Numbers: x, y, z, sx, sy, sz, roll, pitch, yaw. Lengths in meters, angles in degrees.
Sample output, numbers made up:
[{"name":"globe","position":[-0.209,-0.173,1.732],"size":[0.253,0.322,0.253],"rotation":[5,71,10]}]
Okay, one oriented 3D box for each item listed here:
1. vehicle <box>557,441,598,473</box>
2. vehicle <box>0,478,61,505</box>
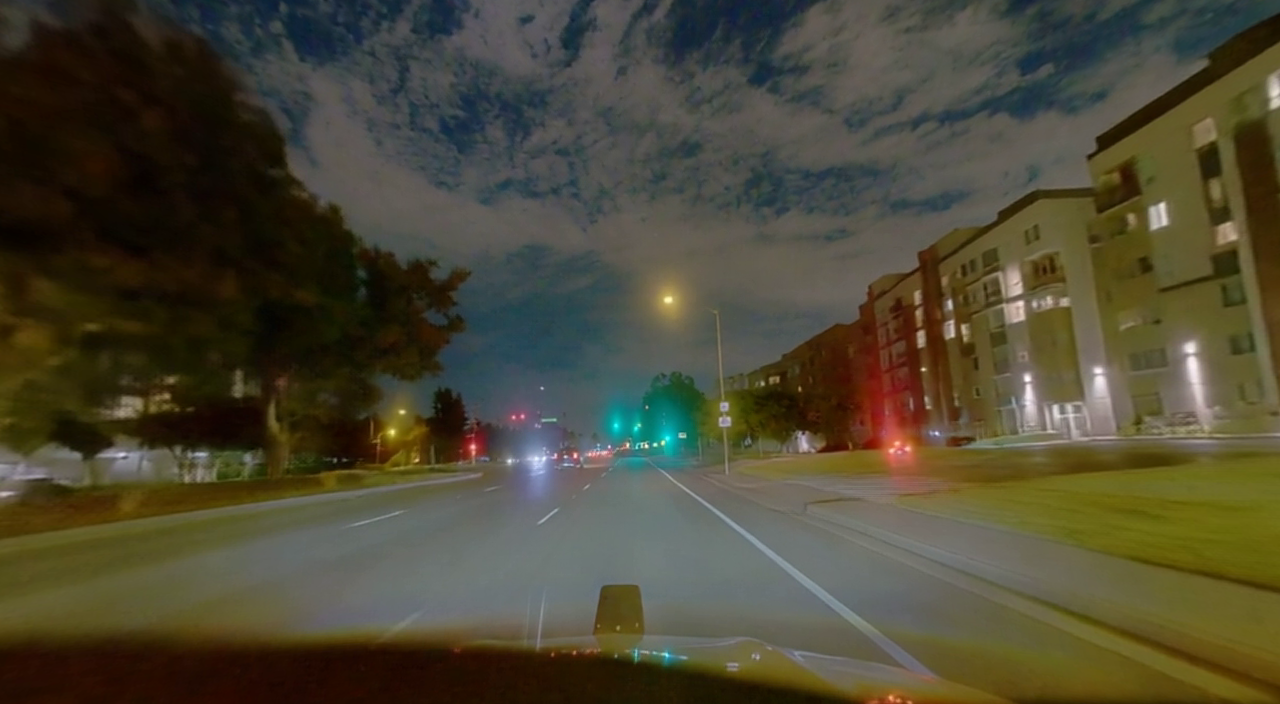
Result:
[{"name":"vehicle","position":[-3.563,6.072,36.718],"size":[1.959,1.741,4.141],"rotation":[0,-8,1]},{"name":"vehicle","position":[-37.114,8.156,36.984],"size":[4.309,1.440,2.070],"rotation":[0,-9,1]}]
